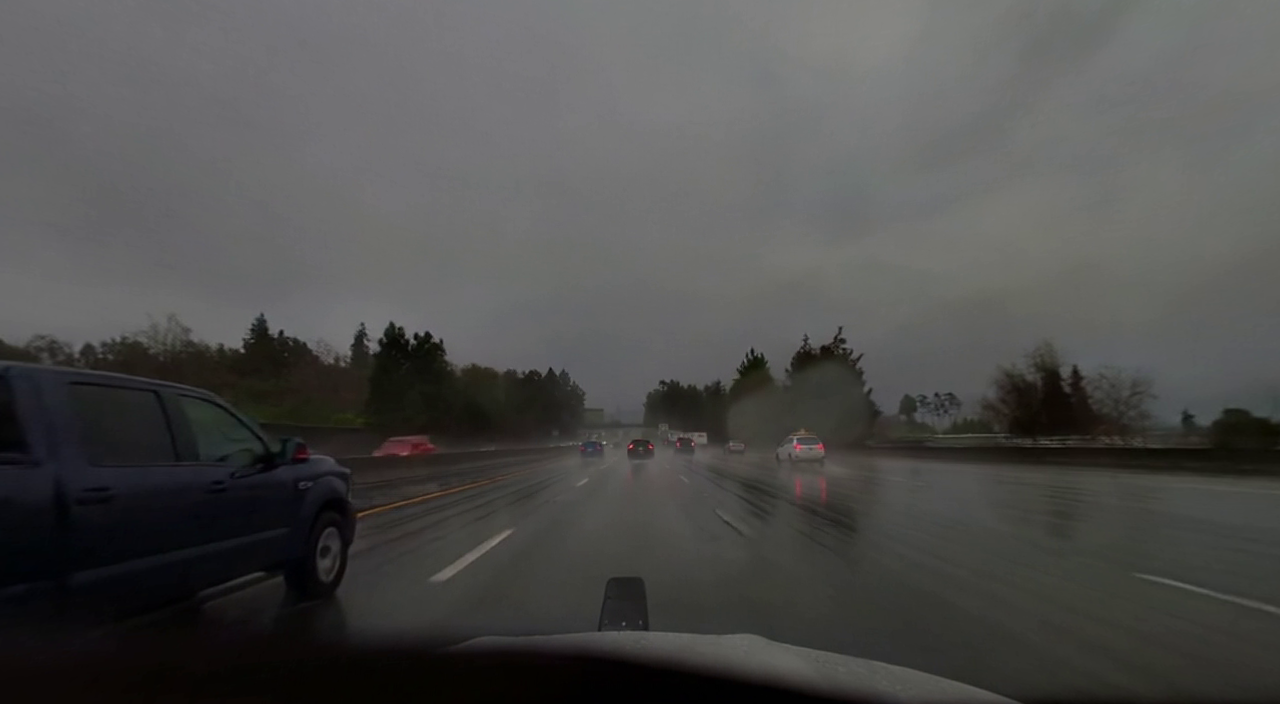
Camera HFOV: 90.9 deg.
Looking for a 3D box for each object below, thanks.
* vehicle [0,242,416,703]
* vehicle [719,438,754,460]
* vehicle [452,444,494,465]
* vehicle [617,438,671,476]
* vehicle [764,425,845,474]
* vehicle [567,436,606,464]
[{"bbox_3d":[-3.398,0.737,2.893,2.487,1.979,5.742,0,-8,2],"label":"vehicle"},{"bbox_3d":[7.138,7.227,46.988,1.894,1.511,4.148,0,-8,-1],"label":"vehicle"},{"bbox_3d":[-13.004,7.974,49.291,2.005,1.566,4.439,0,-8,1],"label":"vehicle"},{"bbox_3d":[0.158,4.369,26.555,2.071,1.464,4.162,0,-8,0],"label":"vehicle"},{"bbox_3d":[6.982,4.209,27.384,2.094,1.916,5.099,0,-8,-1],"label":"vehicle"},{"bbox_3d":[-3.406,6.355,41.088,2.140,1.720,4.410,0,-8,1],"label":"vehicle"}]
